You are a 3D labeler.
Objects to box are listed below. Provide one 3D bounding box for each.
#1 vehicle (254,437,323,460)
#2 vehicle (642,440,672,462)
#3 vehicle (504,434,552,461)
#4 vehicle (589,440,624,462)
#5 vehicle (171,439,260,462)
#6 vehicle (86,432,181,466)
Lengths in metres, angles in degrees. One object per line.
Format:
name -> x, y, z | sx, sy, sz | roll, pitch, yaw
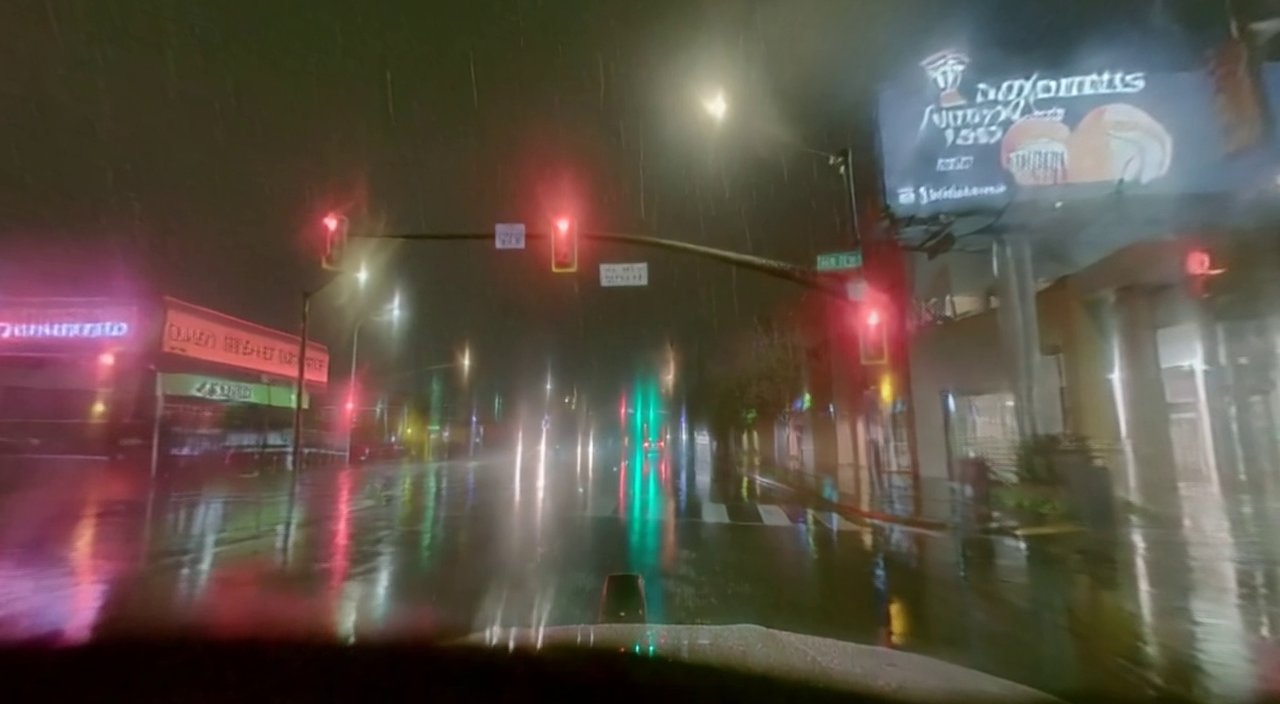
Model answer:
vehicle -> -27.560, 7.583, 49.642 | 1.969, 1.636, 4.136 | -4, -10, 30
vehicle -> 1.315, 7.583, 48.574 | 2.168, 1.545, 4.047 | 1, -9, 1
vehicle -> -8.055, 6.955, 45.967 | 2.281, 1.834, 4.736 | 0, -9, 4
vehicle -> -2.329, 7.030, 44.818 | 1.962, 1.420, 4.021 | 0, -9, 5
vehicle -> -28.090, 6.543, 41.988 | 1.755, 1.445, 4.485 | -4, -10, 30
vehicle -> -28.236, 5.408, 35.317 | 1.643, 1.755, 3.666 | -4, -9, 34
